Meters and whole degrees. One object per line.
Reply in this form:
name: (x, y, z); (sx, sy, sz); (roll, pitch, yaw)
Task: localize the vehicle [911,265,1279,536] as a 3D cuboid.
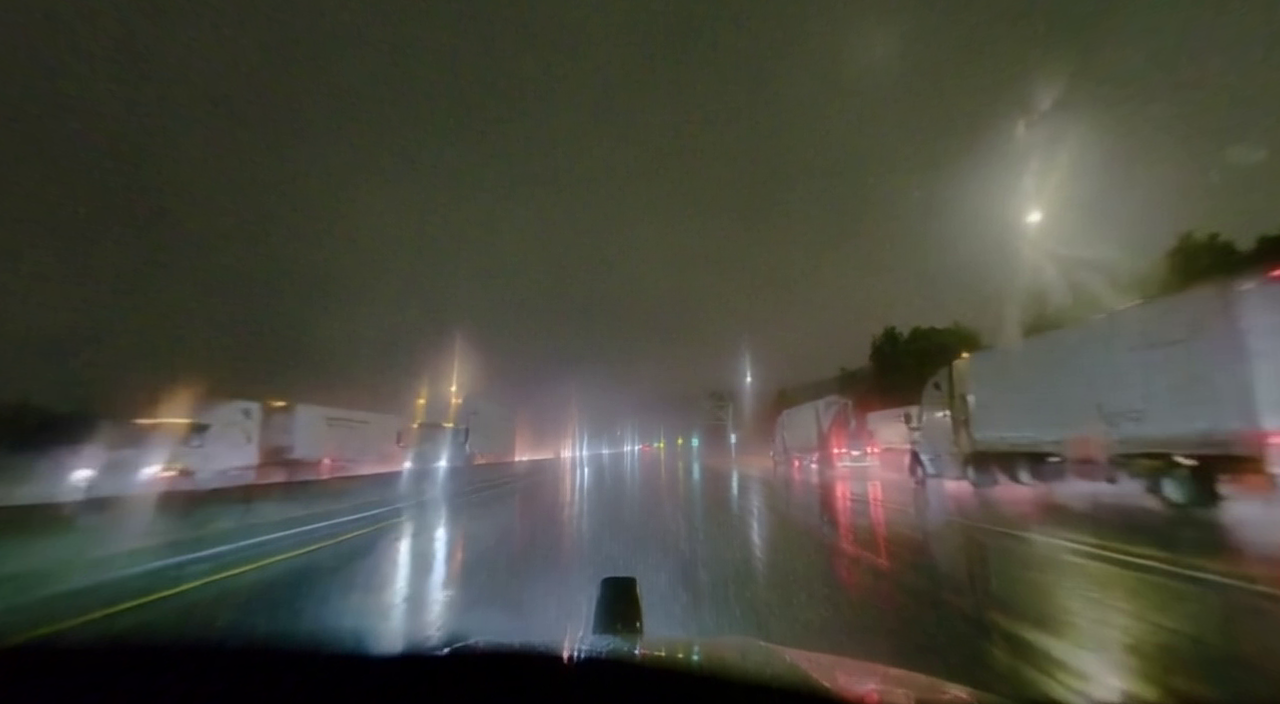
vehicle: (11.058, 1.526, 14.614); (2.850, 4.038, 14.497); (0, -9, -1)

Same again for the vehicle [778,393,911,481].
vehicle: (10.998, 5.015, 36.063); (2.911, 4.067, 13.916); (-1, -9, 0)

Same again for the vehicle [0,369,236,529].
vehicle: (-15.566, 2.852, 18.640); (2.996, 3.975, 5.840); (-1, -9, 0)

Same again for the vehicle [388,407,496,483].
vehicle: (-11.517, 5.675, 38.018); (3.029, 3.881, 10.922); (0, -9, 0)
